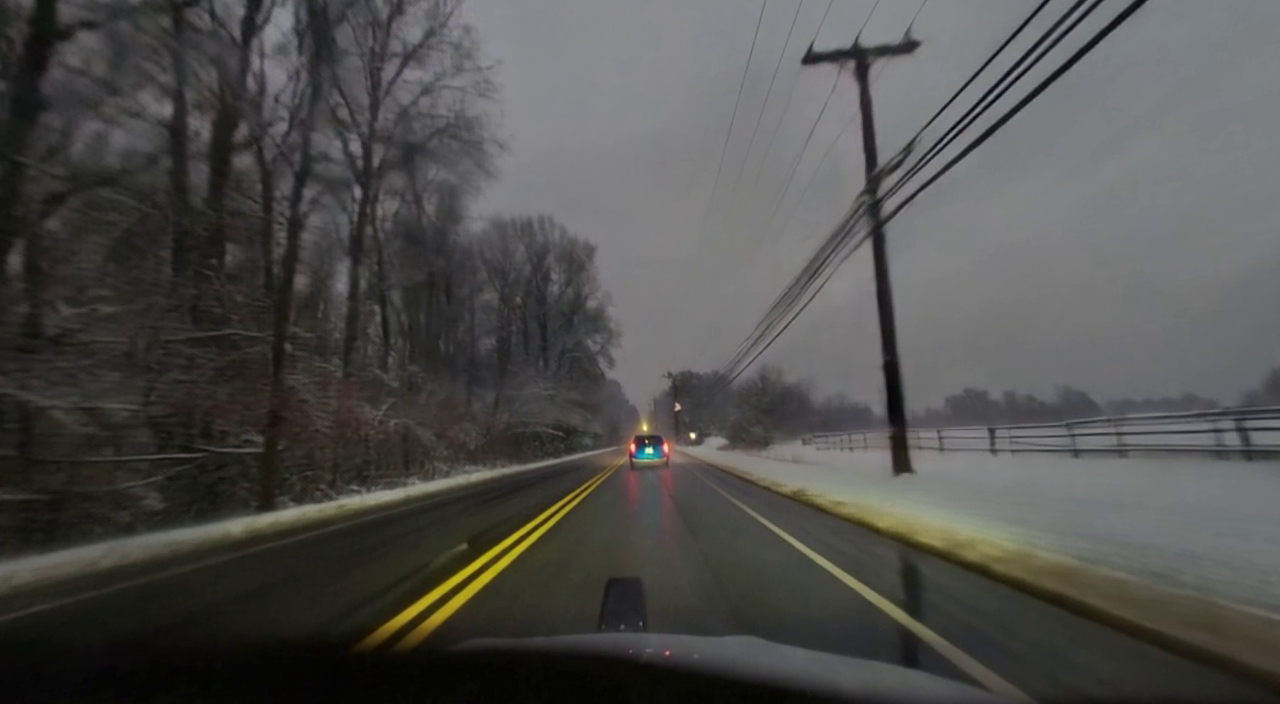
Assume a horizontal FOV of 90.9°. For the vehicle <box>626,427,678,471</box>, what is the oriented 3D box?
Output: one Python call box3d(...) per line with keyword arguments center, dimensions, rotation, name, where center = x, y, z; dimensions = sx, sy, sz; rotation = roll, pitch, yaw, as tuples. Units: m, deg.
box3d(center=(0.564, 4.951, 32.305), dimensions=(2.468, 2.056, 4.422), rotation=(0, -9, 0), name="vehicle")
